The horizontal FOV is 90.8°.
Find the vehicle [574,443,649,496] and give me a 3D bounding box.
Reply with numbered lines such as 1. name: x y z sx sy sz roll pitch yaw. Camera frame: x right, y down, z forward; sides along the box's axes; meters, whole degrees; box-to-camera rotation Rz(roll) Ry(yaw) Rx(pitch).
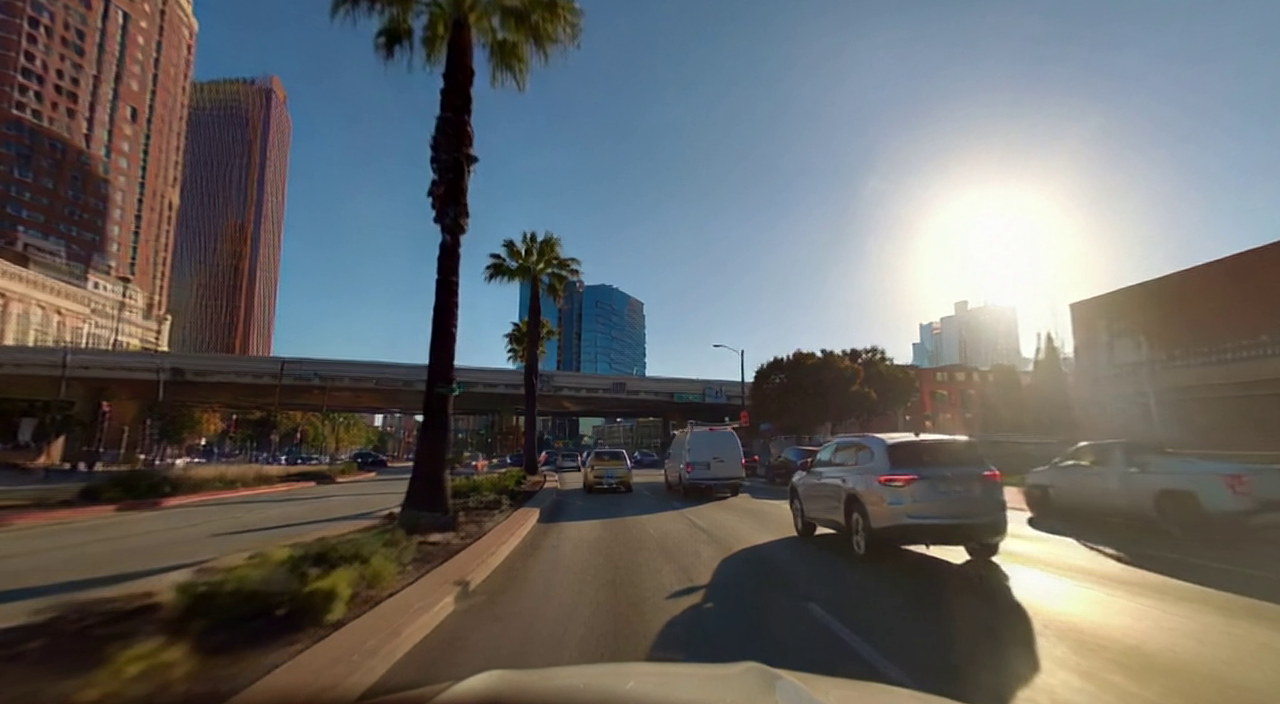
1. vehicle: -1.142 4.042 22.295 2.332 1.625 4.933 1 -9 -6

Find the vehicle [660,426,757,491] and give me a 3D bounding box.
1. vehicle: 2.388 3.962 23.860 2.434 2.171 5.098 1 -9 -8

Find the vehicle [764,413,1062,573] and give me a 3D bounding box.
1. vehicle: 3.383 1.837 9.000 2.151 1.695 4.258 0 -9 -3

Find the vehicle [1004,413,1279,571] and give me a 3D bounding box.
1. vehicle: 7.709 1.814 8.874 2.107 1.659 4.759 0 -9 -4
